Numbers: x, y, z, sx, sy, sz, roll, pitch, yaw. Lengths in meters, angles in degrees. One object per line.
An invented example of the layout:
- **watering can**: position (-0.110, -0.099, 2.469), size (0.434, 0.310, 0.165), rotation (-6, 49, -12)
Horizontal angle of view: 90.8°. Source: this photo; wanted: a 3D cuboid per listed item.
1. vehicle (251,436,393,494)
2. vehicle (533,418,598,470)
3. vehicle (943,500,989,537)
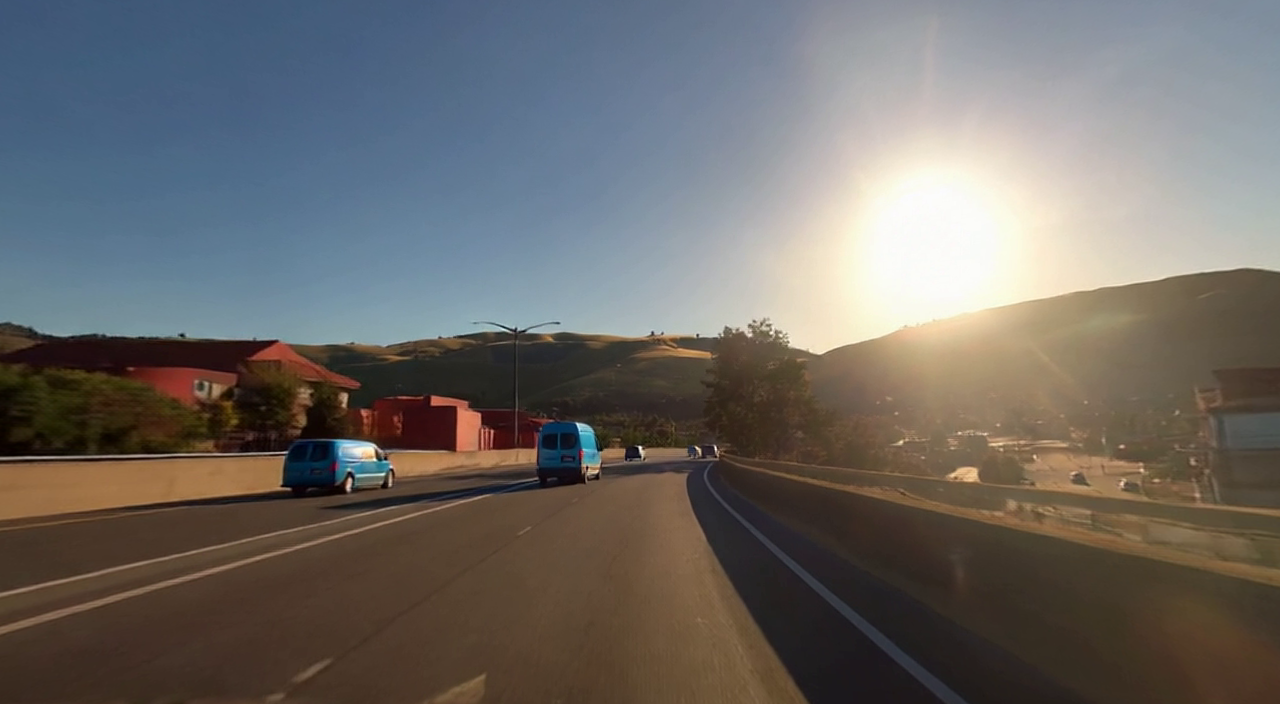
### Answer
- **vehicle**: position (-9.332, 3.335, 19.041), size (1.821, 1.524, 4.342), rotation (-1, -8, 3)
- **vehicle**: position (-4.162, 5.353, 36.735), size (2.314, 2.703, 6.441), rotation (-1, -8, 6)
- **vehicle**: position (21.797, 11.143, 42.425), size (1.887, 1.776, 4.198), rotation (-2, -7, 16)
